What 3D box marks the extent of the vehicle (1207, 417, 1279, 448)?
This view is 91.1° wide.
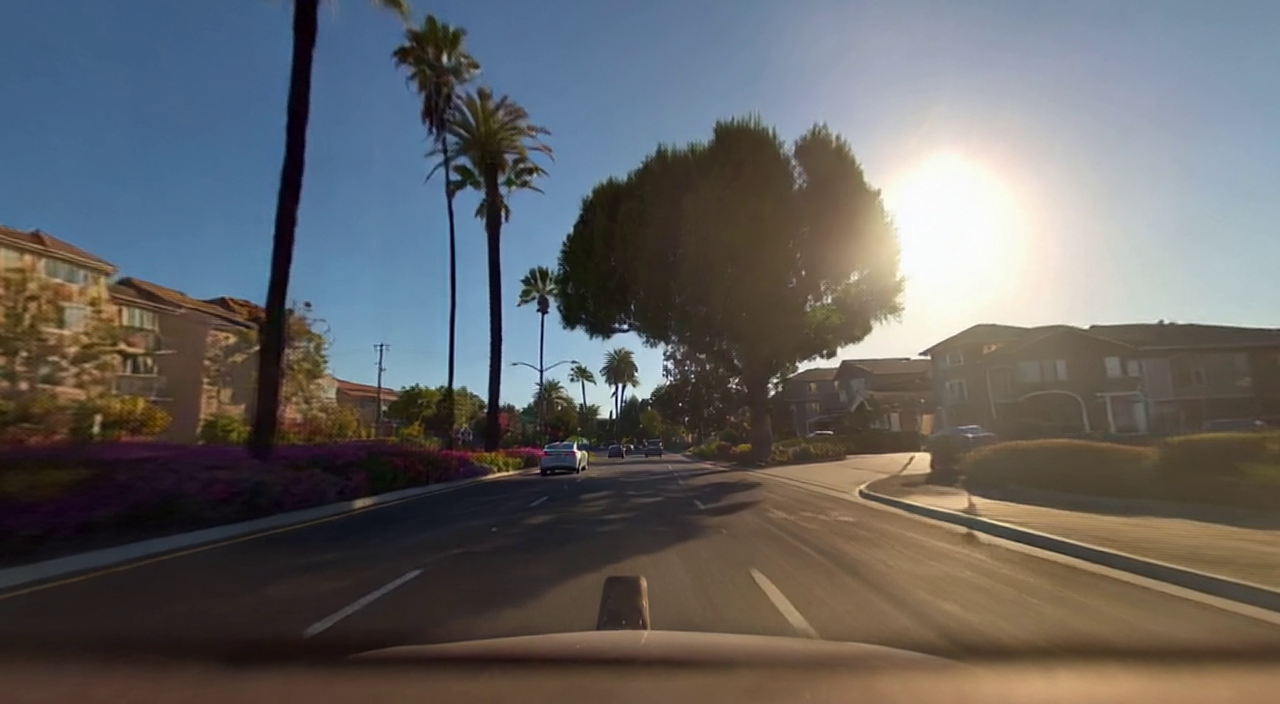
[{"bbox_3d":[31.805,4.065,31.496,4.570,1.521,1.887,-1,-9,9],"label":"vehicle"}]

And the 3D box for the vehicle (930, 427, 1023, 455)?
[{"bbox_3d":[19.914,5.302,37.274,4.364,1.609,1.917,-1,-9,7],"label":"vehicle"}]

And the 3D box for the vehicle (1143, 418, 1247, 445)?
[{"bbox_3d":[32.828,4.723,37.232,4.151,1.525,1.875,-1,-9,6],"label":"vehicle"}]

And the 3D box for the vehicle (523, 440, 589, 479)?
[{"bbox_3d":[-3.417,4.501,26.513,2.036,1.478,4.508,0,-9,2],"label":"vehicle"}]
